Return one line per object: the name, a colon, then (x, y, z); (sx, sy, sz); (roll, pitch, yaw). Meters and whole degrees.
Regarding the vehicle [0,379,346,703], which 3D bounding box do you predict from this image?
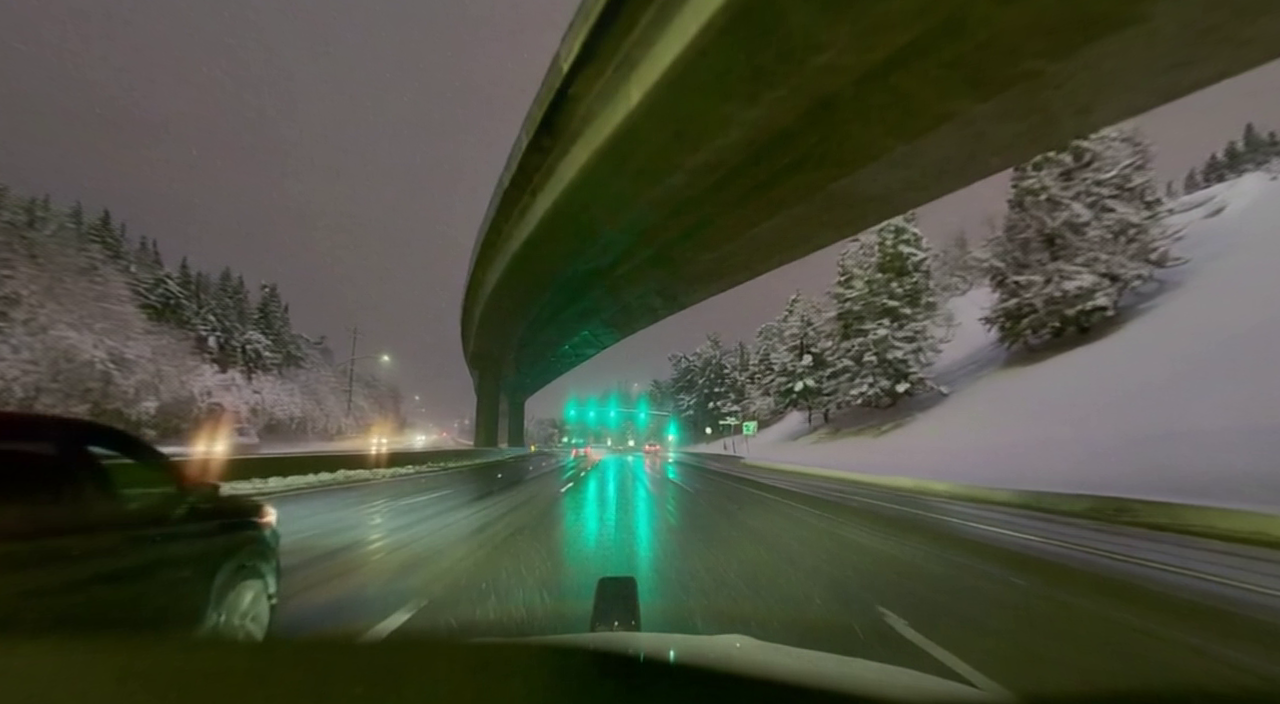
vehicle: (-3.308, 0.940, 2.730); (2.050, 1.527, 4.257); (0, -8, -1)
